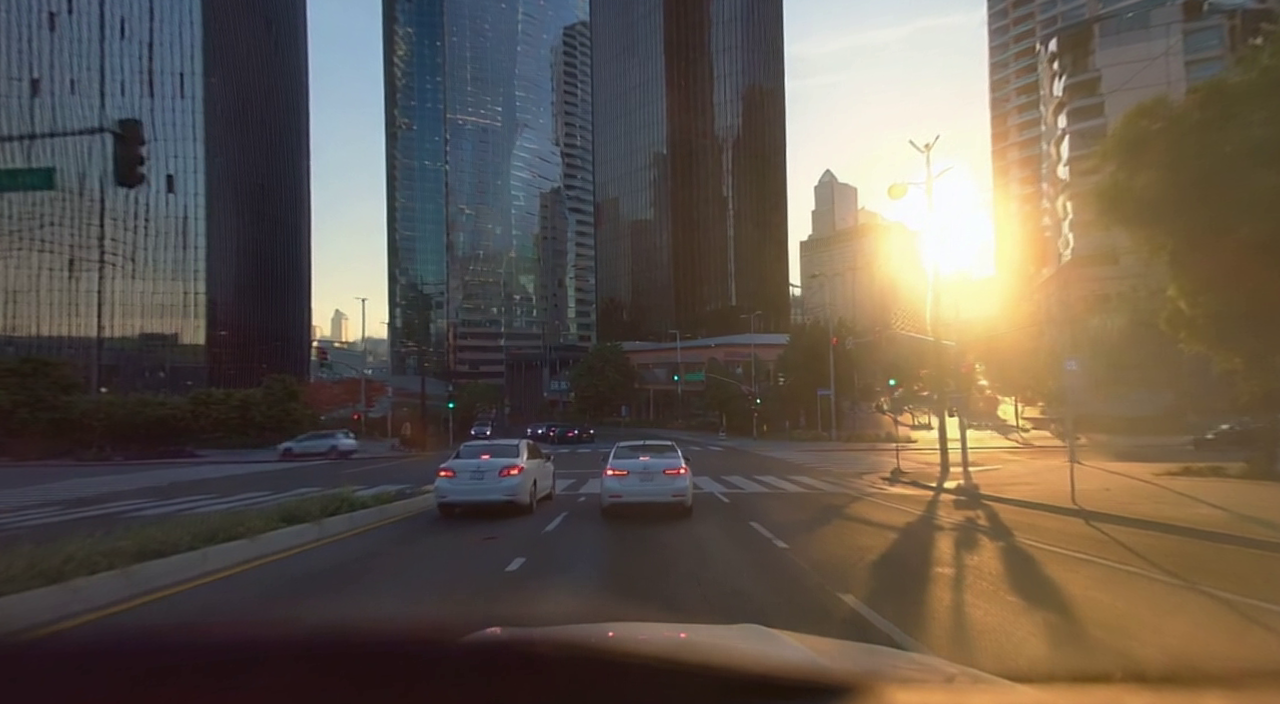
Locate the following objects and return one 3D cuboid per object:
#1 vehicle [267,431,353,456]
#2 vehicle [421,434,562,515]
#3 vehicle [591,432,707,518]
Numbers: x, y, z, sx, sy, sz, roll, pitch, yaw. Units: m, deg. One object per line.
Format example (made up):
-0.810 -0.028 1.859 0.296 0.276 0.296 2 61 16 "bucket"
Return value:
-21.337 5.960 41.075 4.533 1.520 1.887 2 -9 -13 "vehicle"
-3.017 2.596 13.977 1.995 1.479 4.627 0 -8 0 "vehicle"
0.129 2.417 12.940 2.016 1.478 3.795 0 -8 -1 "vehicle"
